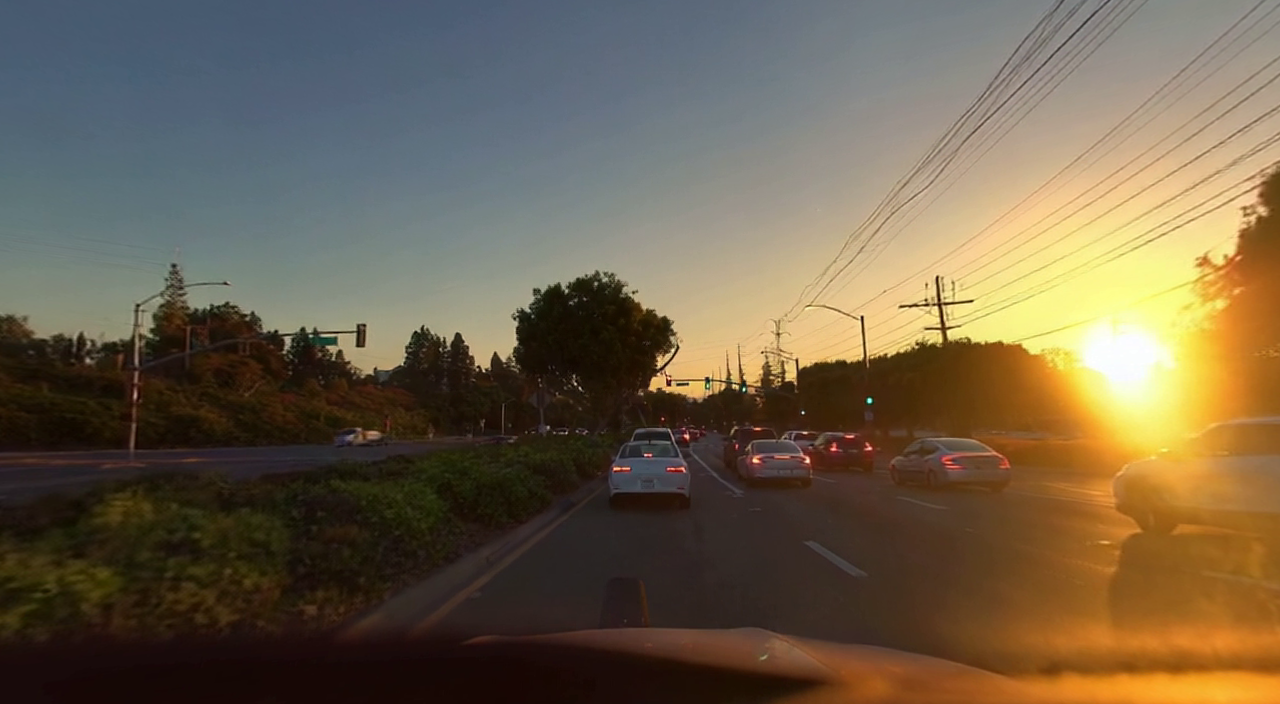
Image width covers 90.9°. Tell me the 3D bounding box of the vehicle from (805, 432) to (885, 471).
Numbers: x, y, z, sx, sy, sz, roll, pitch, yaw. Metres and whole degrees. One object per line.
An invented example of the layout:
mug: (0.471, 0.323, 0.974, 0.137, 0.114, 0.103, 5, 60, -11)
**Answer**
vehicle: (8.794, 4.316, 27.502, 1.966, 1.536, 4.666, 0, -8, 1)

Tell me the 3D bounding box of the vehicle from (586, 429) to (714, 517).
vehicle: (0.202, 2.422, 13.168, 2.208, 1.498, 4.401, 0, -8, 1)

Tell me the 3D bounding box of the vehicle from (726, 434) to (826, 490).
vehicle: (3.882, 3.221, 18.847, 2.028, 1.454, 4.531, 0, -8, 1)

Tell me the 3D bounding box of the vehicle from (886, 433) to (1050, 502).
vehicle: (8.067, 2.867, 16.097, 1.905, 1.483, 4.469, -1, -8, 2)

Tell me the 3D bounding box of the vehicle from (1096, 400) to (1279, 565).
vehicle: (8.187, 1.474, 7.206, 2.195, 1.802, 5.051, 0, -8, 1)
